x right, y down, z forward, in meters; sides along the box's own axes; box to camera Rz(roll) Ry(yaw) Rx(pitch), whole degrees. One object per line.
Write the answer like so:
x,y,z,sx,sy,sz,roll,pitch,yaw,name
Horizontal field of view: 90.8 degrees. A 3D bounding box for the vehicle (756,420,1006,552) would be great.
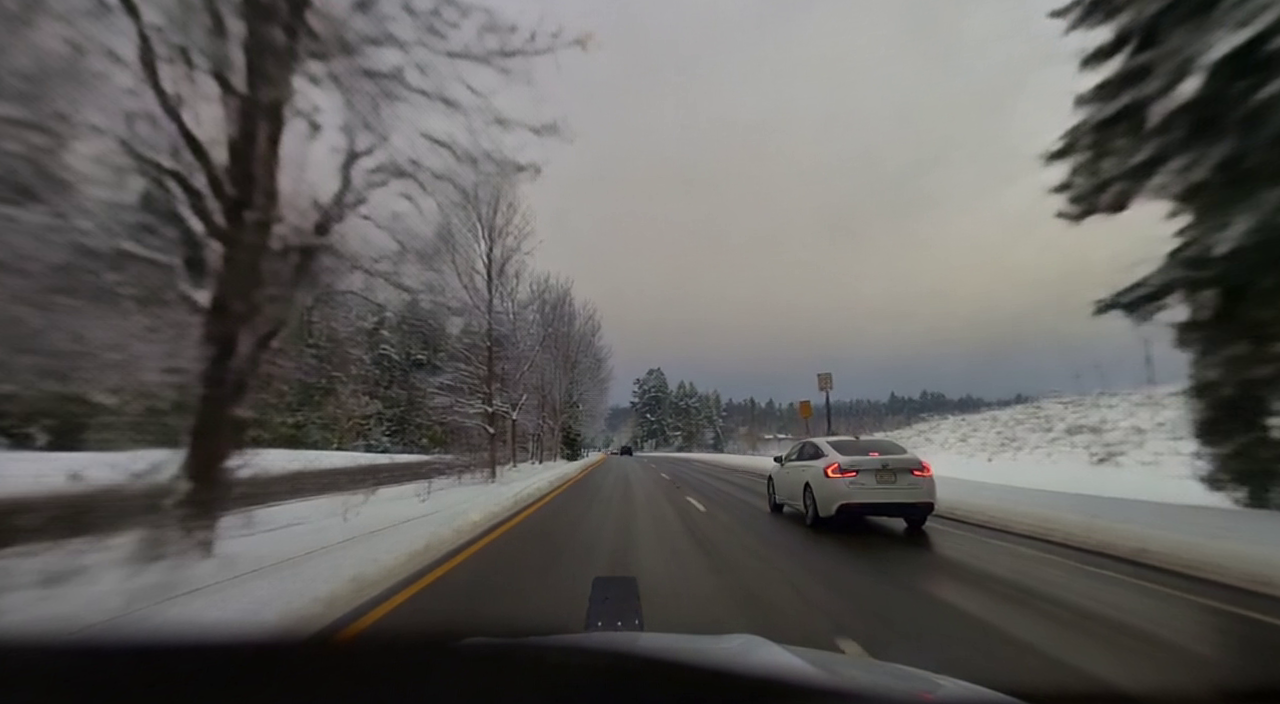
3.383,1.982,10.085,2.060,1.584,4.592,0,-9,-2,vehicle
